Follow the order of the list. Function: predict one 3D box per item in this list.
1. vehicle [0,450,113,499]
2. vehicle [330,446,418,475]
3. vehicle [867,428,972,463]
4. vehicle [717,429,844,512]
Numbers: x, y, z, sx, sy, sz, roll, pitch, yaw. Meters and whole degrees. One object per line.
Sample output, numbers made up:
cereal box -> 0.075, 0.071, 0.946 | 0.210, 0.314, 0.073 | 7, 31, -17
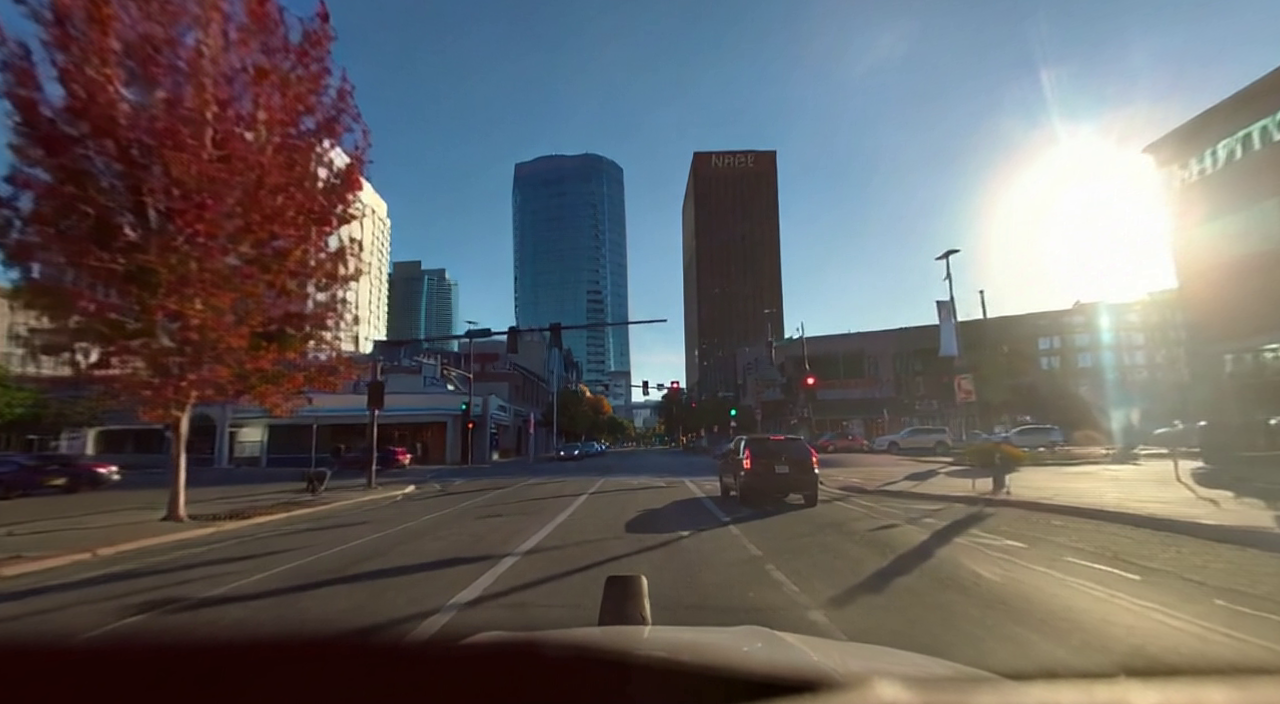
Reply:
vehicle -> -23.114, 4.688, 24.554 | 1.757, 1.699, 3.854 | 0, -8, 1
vehicle -> -14.975, 6.085, 35.572 | 4.037, 1.562, 2.099 | -3, -9, 16
vehicle -> 14.836, 4.976, 33.672 | 4.611, 1.778, 1.939 | 0, -8, 0
vehicle -> 2.954, 2.580, 14.130 | 1.947, 1.576, 3.825 | 0, -8, 0
